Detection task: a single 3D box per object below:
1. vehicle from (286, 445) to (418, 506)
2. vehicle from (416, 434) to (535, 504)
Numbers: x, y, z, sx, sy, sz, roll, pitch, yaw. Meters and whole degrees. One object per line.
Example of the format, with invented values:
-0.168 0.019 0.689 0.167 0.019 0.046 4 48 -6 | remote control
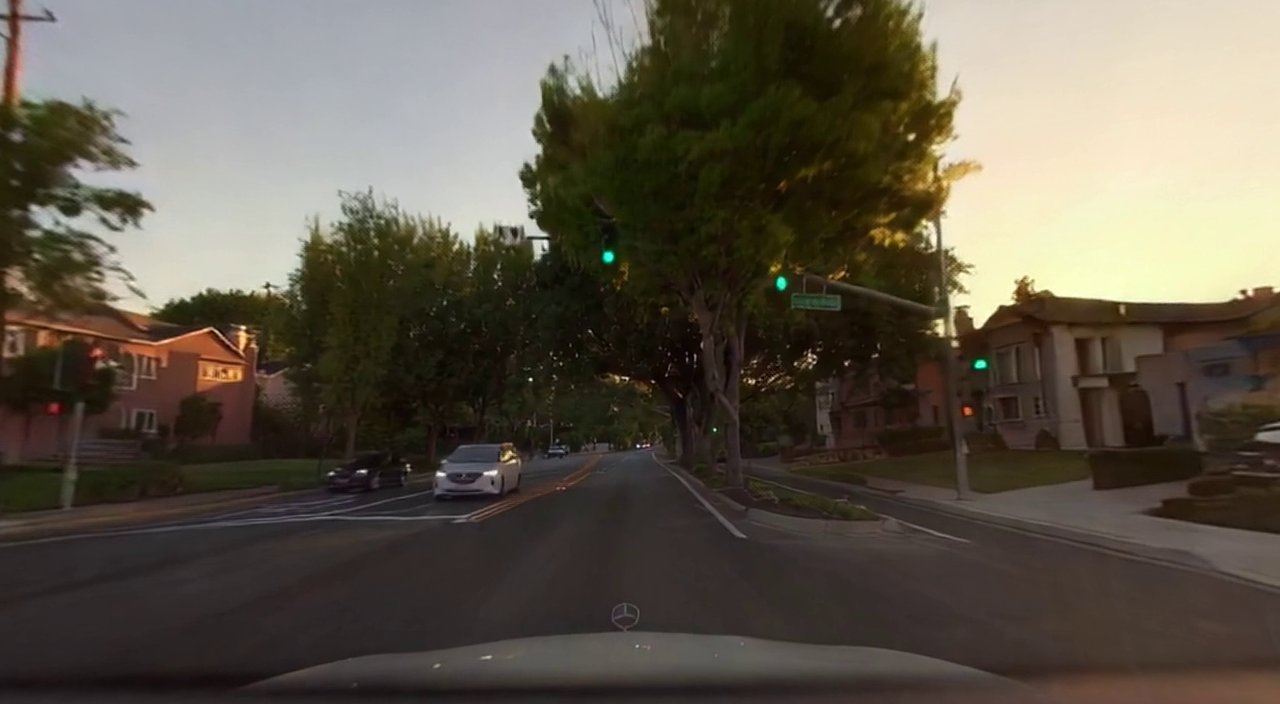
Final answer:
-8.401 3.602 18.925 1.925 1.615 4.085 0 -8 2 | vehicle
-4.490 3.260 18.058 2.095 1.731 4.462 0 -8 1 | vehicle
